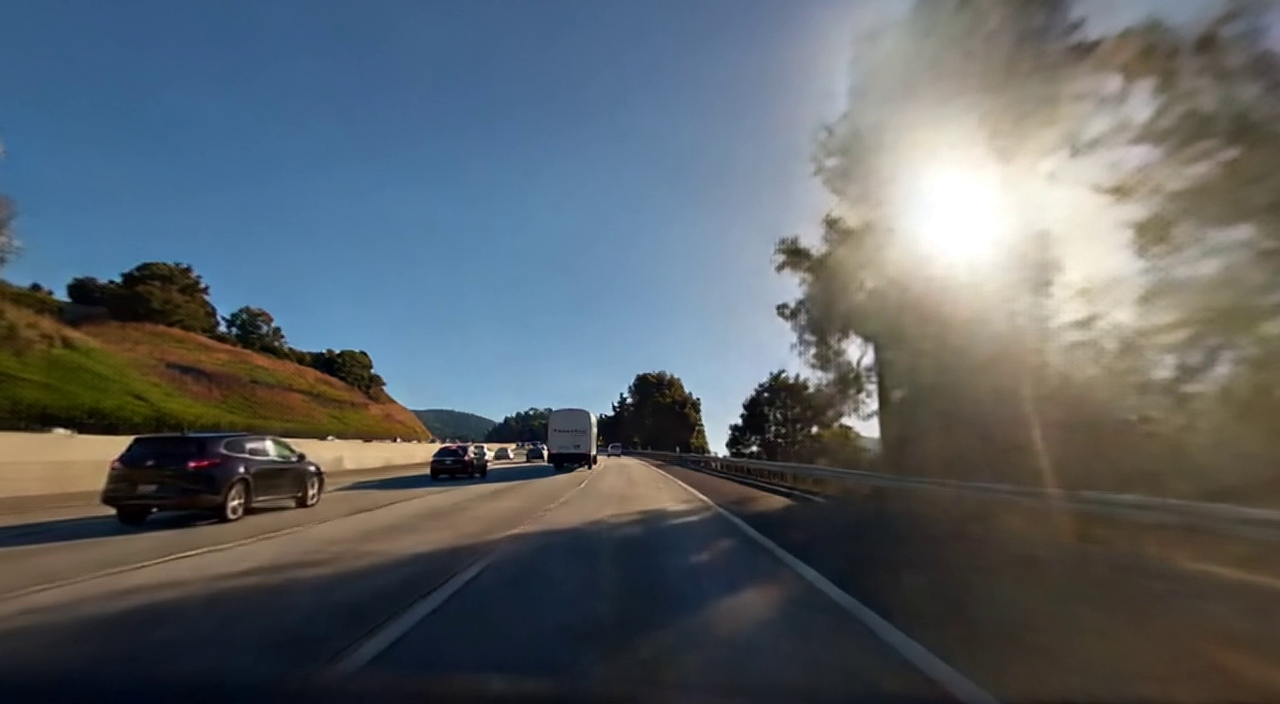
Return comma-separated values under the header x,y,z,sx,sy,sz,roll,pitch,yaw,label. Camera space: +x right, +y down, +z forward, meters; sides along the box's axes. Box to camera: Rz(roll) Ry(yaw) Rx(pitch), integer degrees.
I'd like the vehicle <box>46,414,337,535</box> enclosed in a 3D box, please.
x,y,z,sx,sy,sz,roll,pitch,yaw,label
-7.575,2.115,11.367,2.081,1.740,4.268,1,-9,-1,vehicle

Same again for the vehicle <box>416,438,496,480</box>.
x,y,z,sx,sy,sz,roll,pitch,yaw,label
-7.826,4.611,27.319,2.099,1.644,4.638,1,-9,-1,vehicle
